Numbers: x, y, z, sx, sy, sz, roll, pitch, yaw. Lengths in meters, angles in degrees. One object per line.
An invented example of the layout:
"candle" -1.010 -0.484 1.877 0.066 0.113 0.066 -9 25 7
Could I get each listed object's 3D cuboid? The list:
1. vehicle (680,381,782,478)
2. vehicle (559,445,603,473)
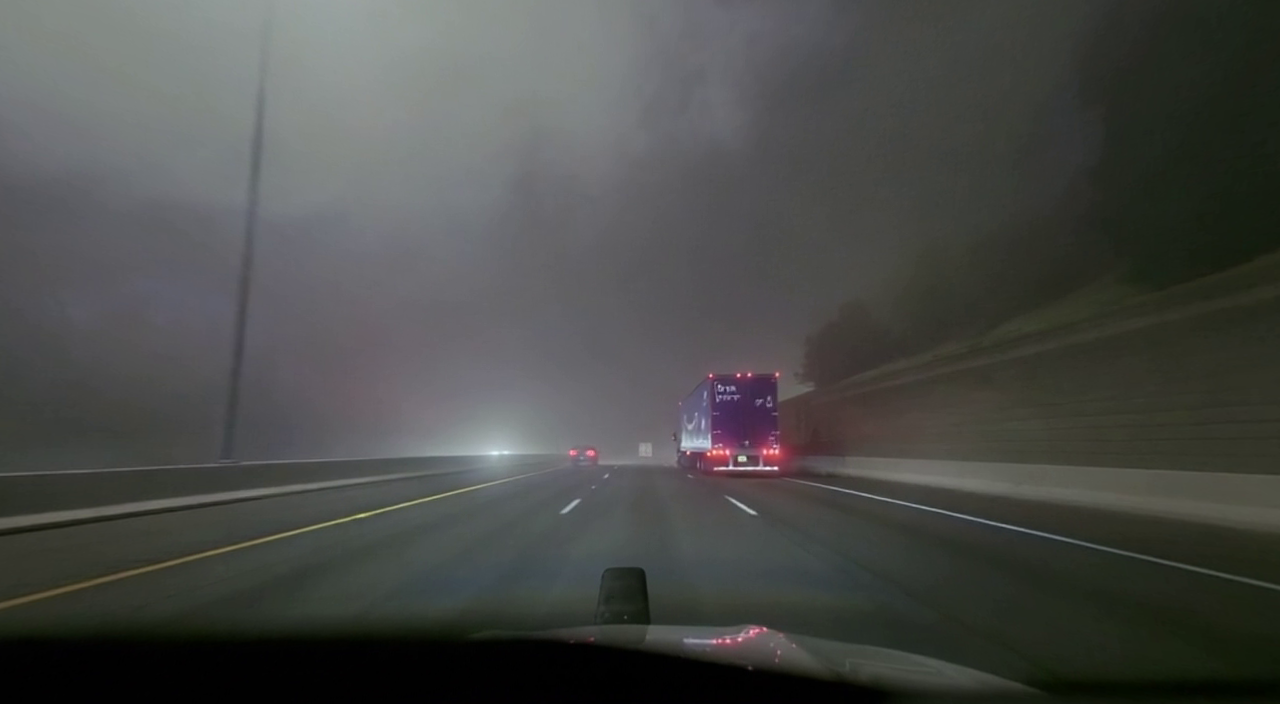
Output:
"vehicle" 4.330 4.475 34.639 2.928 4.021 17.190 0 -8 0
"vehicle" -3.463 6.420 37.797 2.200 1.562 4.959 0 -9 0
